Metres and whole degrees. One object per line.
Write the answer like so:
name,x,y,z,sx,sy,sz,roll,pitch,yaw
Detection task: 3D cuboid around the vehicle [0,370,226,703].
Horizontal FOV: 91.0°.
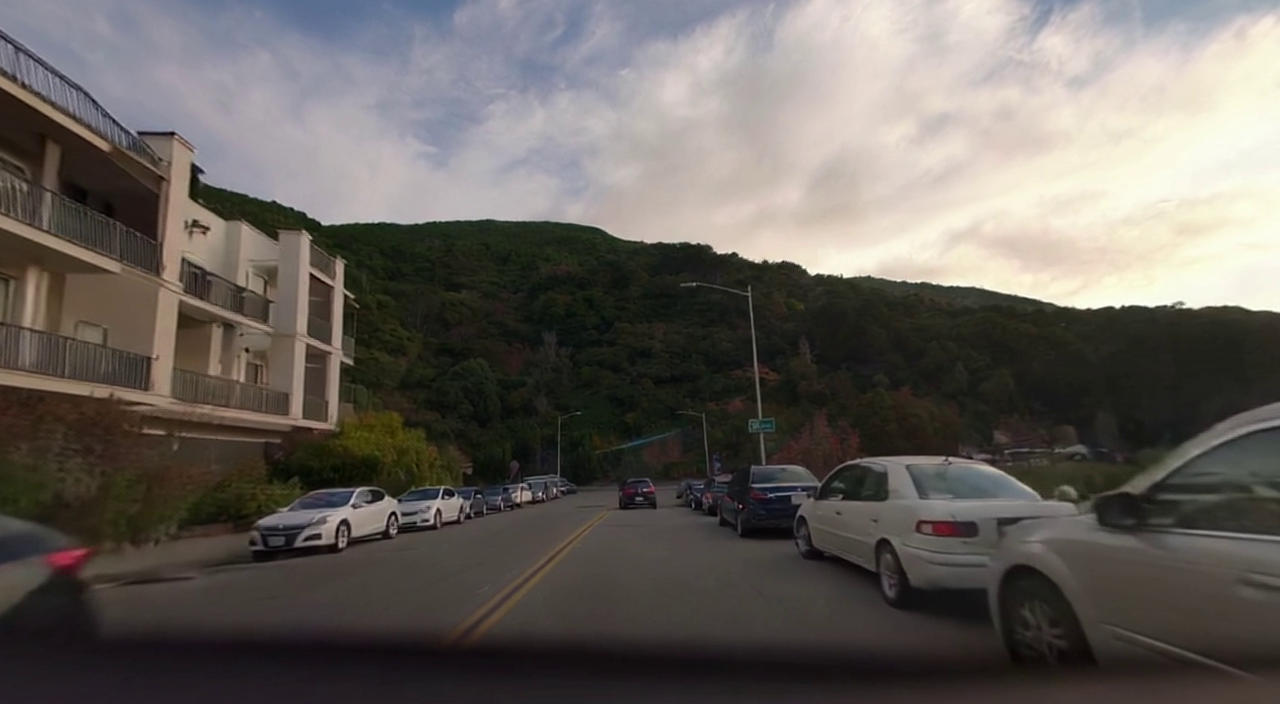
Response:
vehicle,-3.084,0.679,0.678,2.102,1.621,4.627,0,-9,0

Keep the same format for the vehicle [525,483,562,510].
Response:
vehicle,-6.626,9.959,43.572,1.859,1.428,4.465,0,-9,-1

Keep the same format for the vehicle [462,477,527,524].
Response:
vehicle,-6.532,6.676,28.724,2.013,1.729,4.329,0,-8,-2

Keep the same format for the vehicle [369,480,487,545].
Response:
vehicle,-6.224,4.751,19.115,1.905,1.475,4.592,0,-9,1

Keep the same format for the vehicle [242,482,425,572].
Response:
vehicle,-6.512,3.738,14.031,1.772,1.415,4.361,0,-9,2

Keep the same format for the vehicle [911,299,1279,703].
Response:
vehicle,2.922,0.753,1.965,2.139,1.752,4.411,0,-9,0

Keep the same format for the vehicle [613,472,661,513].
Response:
vehicle,-0.196,6.927,31.268,2.201,1.731,3.854,0,-8,-2
